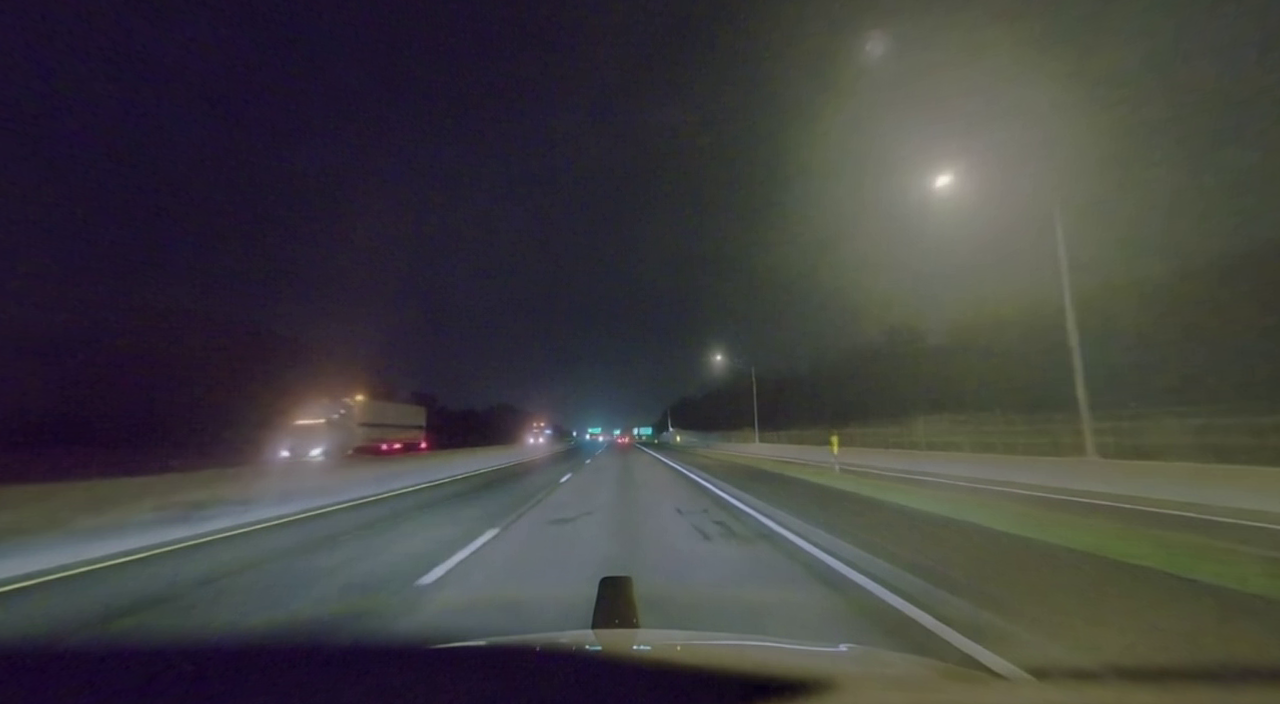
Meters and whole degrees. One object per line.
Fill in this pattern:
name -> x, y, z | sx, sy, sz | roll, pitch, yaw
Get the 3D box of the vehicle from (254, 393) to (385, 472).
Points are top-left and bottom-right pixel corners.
vehicle -> -17.734, 4.627, 35.786 | 2.929, 3.911, 8.495 | 1, -8, -1
